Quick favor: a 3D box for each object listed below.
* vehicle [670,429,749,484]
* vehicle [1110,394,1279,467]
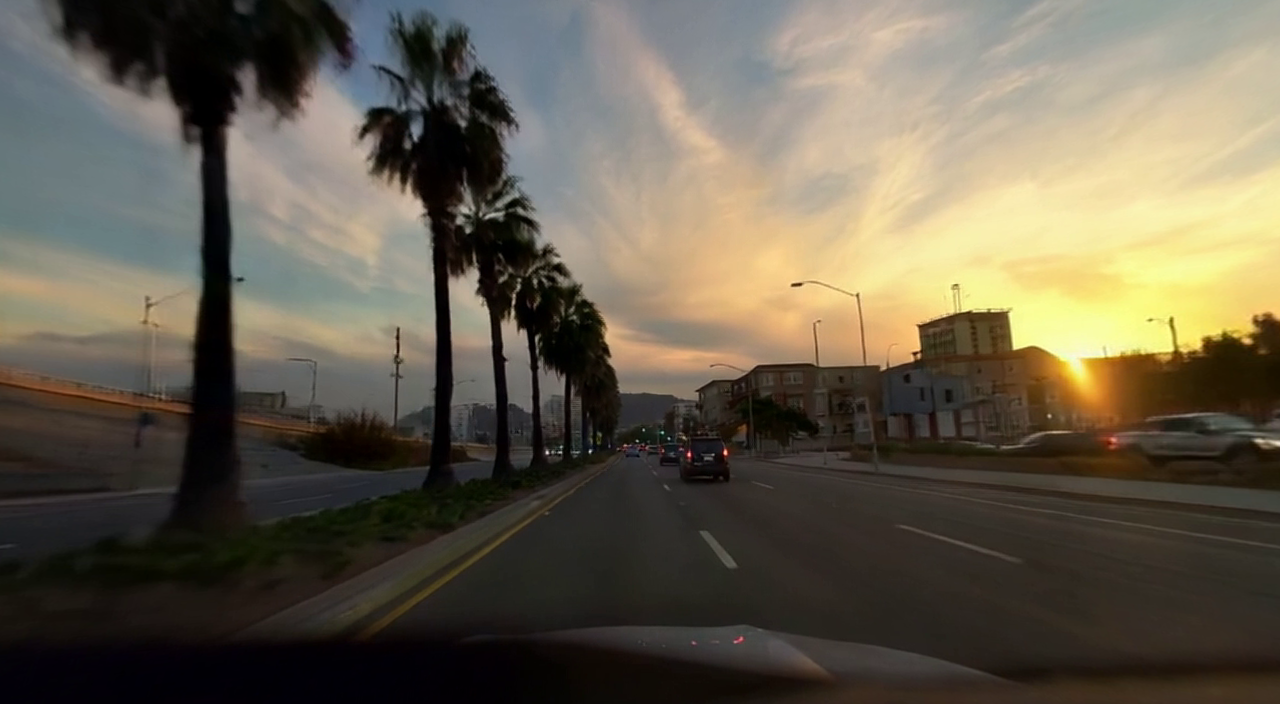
[{"bbox_3d":[2.708,4.302,26.221,2.559,2.017,5.562,0,-9,0],"label":"vehicle"},{"bbox_3d":[19.306,2.590,20.426,2.305,2.084,6.115,1,-10,-21],"label":"vehicle"}]
